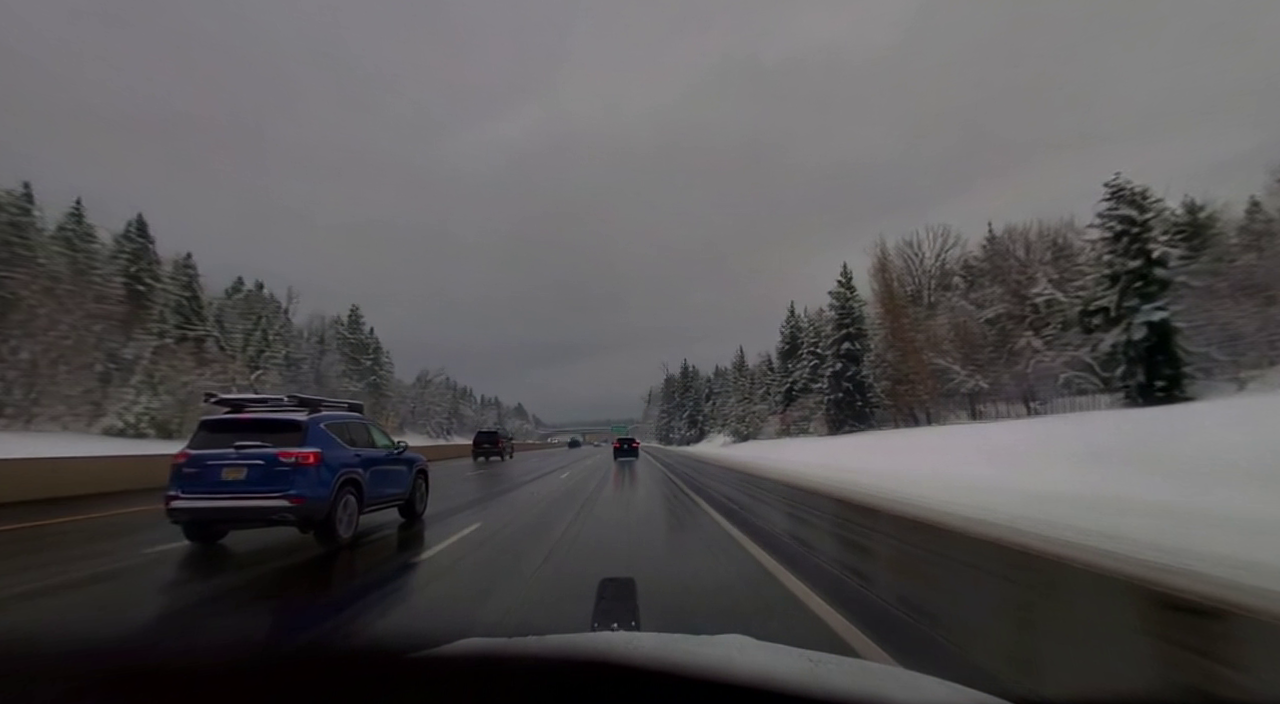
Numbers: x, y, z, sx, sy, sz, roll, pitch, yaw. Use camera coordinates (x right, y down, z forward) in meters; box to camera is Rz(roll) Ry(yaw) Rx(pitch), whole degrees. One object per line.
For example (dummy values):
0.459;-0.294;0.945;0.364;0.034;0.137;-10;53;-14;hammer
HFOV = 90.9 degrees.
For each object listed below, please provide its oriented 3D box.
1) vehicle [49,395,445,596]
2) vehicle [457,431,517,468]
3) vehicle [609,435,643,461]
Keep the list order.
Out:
-4.200;1.574;7.964;2.069;1.748;4.652;0;-8;-1;vehicle
-7.848;5.016;32.736;1.964;1.745;4.338;0;-8;1;vehicle
-0.925;6.354;42.030;2.178;1.658;3.916;0;-8;-1;vehicle
